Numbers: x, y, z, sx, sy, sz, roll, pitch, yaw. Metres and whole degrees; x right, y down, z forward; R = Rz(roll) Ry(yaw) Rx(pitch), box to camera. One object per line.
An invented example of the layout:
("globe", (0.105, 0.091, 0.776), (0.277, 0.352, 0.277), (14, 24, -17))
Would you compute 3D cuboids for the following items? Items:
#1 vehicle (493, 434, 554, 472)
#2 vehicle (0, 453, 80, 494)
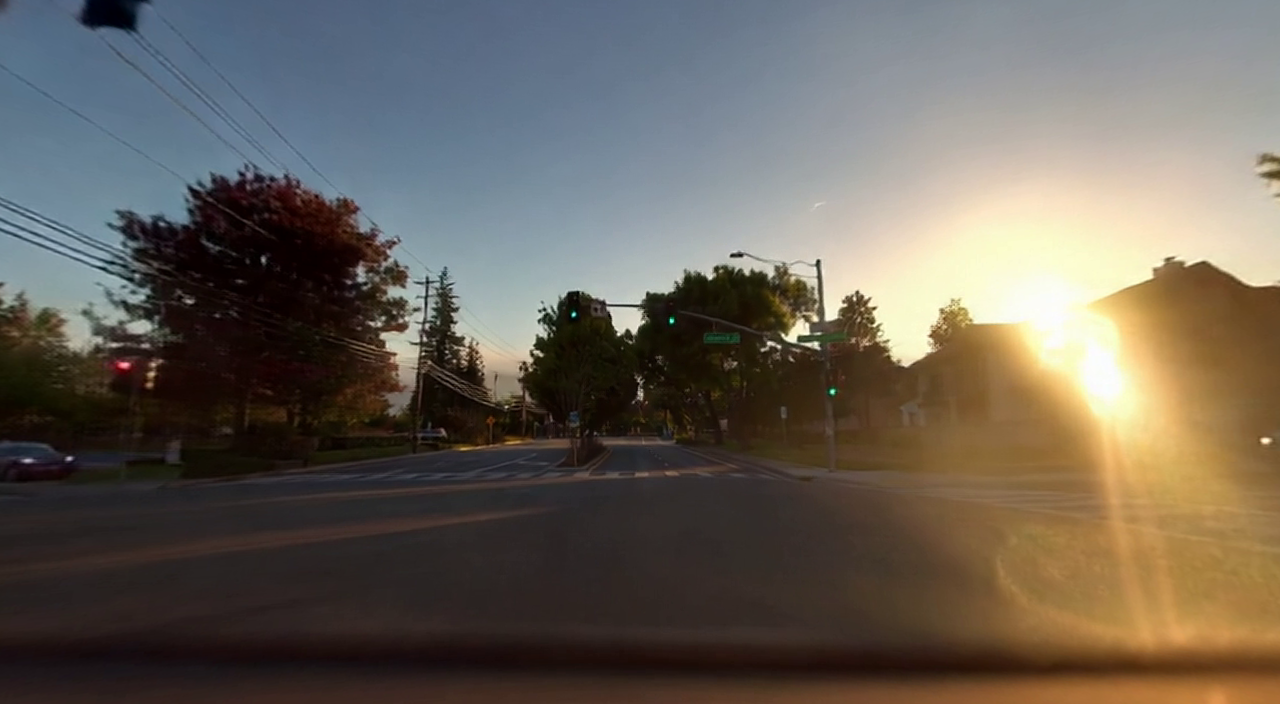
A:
("vehicle", (-5.170, 4.505, 28.696), (1.948, 1.471, 5.408), (2, -7, -2))
("vehicle", (-24.705, 4.670, 24.376), (4.195, 1.493, 1.890), (0, -9, -2))
